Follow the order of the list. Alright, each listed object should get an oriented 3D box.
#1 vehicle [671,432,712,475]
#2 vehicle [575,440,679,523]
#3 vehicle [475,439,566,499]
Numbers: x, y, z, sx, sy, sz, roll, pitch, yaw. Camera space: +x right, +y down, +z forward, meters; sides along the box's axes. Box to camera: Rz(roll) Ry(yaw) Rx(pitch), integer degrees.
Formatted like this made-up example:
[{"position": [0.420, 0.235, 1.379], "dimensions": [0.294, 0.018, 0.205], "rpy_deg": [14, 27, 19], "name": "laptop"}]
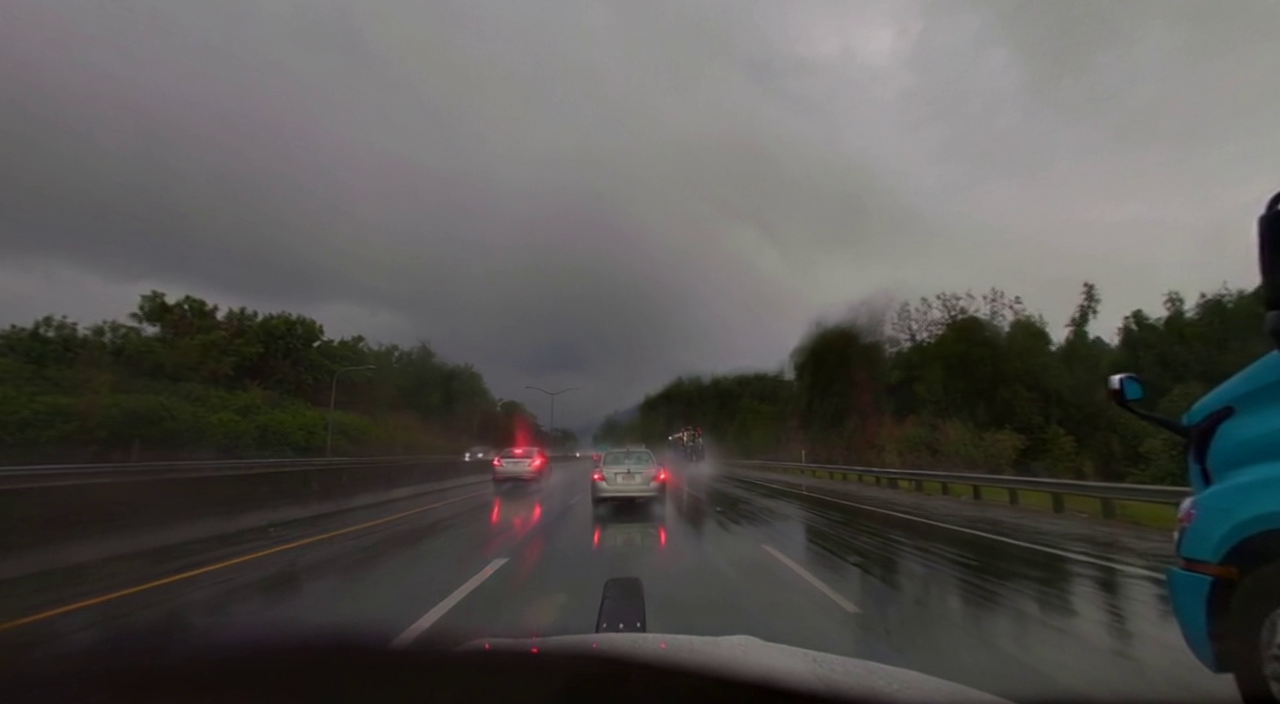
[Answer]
[{"position": [3.445, 6.934, 43.195], "dimensions": [2.234, 2.679, 5.372], "rpy_deg": [0, -9, -1], "name": "vehicle"}, {"position": [-0.234, 2.757, 13.851], "dimensions": [1.973, 1.574, 3.426], "rpy_deg": [0, -9, 0], "name": "vehicle"}, {"position": [-3.702, 3.716, 20.382], "dimensions": [1.985, 1.671, 4.604], "rpy_deg": [0, -9, 1], "name": "vehicle"}]
